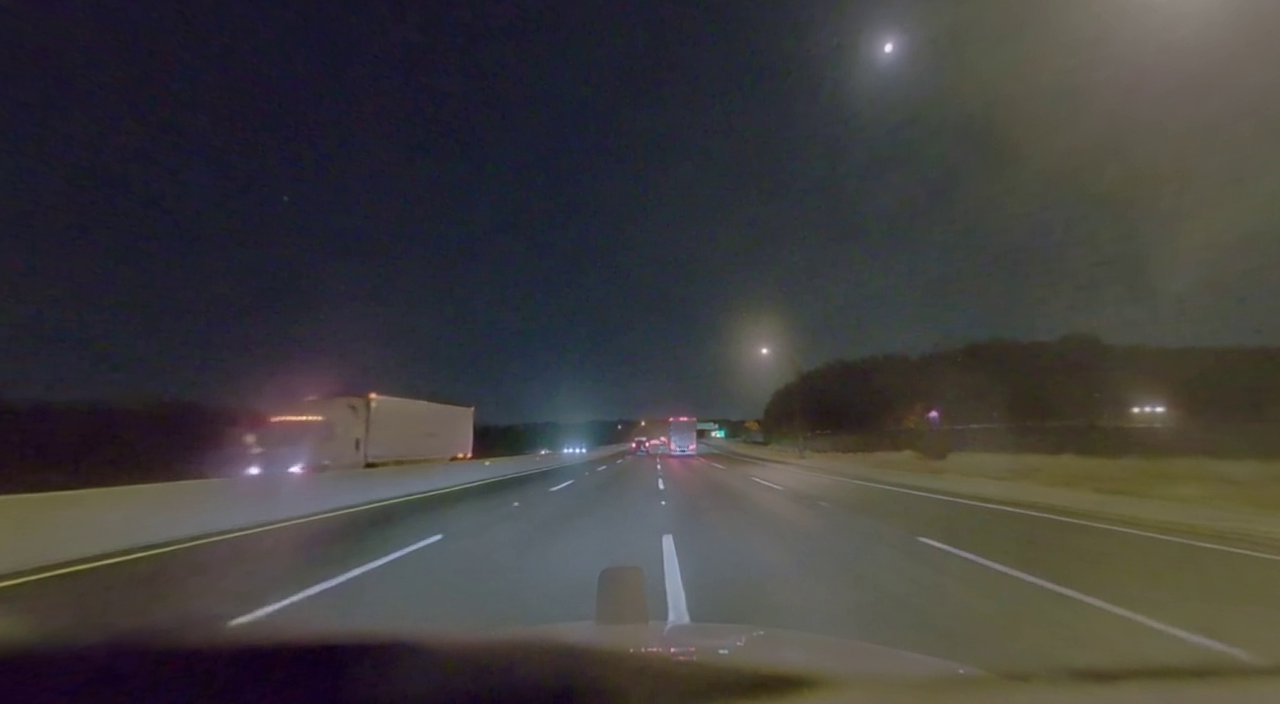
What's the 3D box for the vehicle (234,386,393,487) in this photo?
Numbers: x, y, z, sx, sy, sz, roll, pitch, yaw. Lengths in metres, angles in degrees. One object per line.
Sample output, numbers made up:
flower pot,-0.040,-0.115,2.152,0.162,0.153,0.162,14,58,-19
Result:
vehicle,-14.795,3.980,29.533,3.082,4.101,7.563,0,-8,2
